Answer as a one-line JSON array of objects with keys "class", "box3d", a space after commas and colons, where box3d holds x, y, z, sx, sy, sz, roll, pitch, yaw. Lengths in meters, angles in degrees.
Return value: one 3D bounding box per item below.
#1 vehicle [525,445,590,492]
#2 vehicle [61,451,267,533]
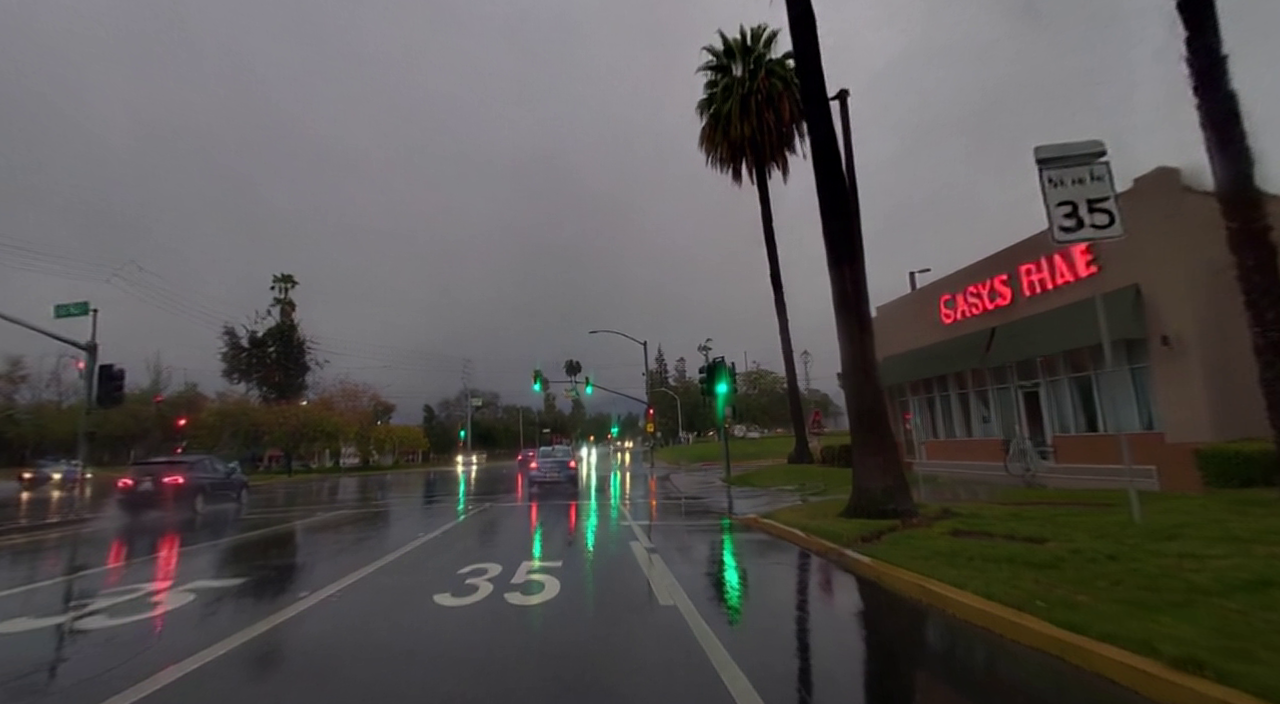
[{"class": "vehicle", "box3d": [-2.851, 4.105, 22.618, 2.063, 1.474, 4.334, 0, -9, -5]}, {"class": "vehicle", "box3d": [-12.307, 3.585, 16.875, 2.050, 1.811, 4.752, 0, -9, -5]}]
